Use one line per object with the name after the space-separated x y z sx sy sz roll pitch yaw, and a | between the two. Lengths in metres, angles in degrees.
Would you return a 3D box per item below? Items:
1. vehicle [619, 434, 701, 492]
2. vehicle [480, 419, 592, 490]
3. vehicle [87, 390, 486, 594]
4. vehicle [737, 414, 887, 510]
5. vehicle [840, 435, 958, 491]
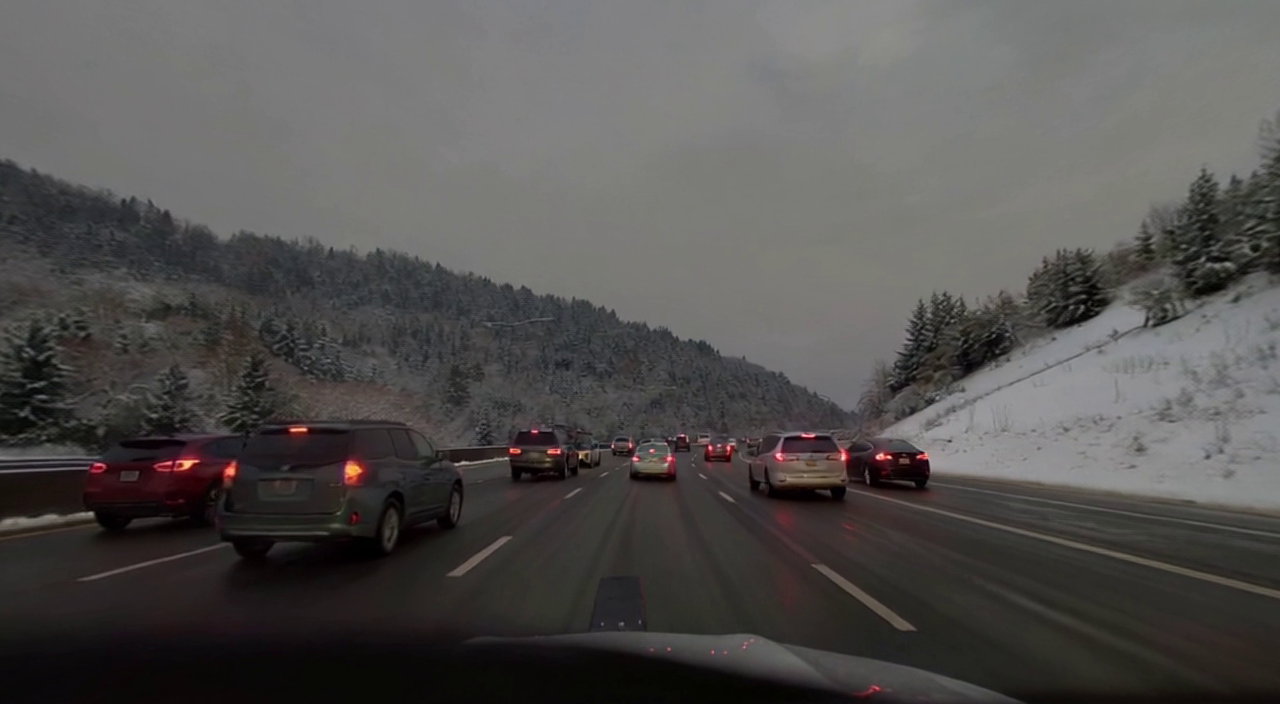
0.588 3.163 18.366 2.105 1.471 4.349 0 -8 2 | vehicle
-2.997 3.141 19.647 2.301 1.902 5.374 -1 -8 3 | vehicle
-3.568 1.510 7.643 2.179 1.723 4.410 0 -8 1 | vehicle
3.566 2.376 14.068 2.046 1.765 4.534 0 -8 0 | vehicle
7.536 3.256 18.843 1.846 1.469 4.166 0 -8 1 | vehicle
